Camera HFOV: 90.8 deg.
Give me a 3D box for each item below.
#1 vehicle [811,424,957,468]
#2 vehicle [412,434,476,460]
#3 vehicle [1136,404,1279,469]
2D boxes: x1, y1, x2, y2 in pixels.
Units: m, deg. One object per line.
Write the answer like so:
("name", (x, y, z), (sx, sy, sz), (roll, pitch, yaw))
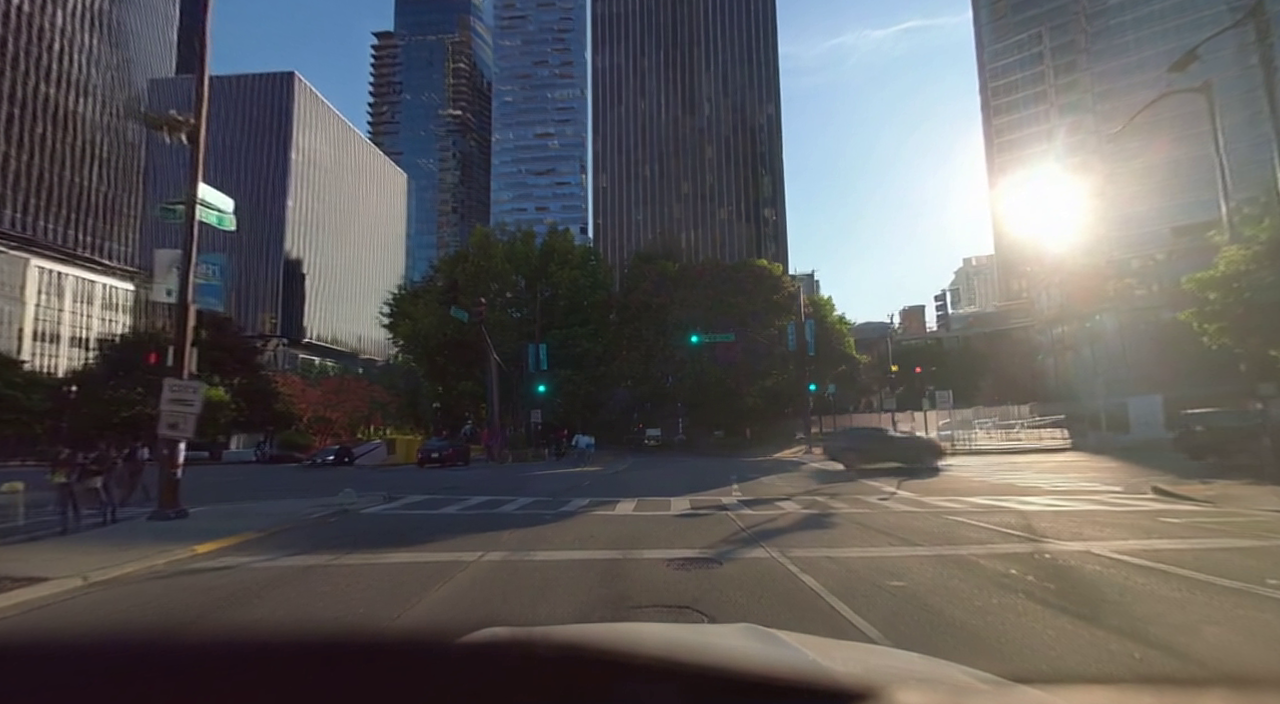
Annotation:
("vehicle", (8.658, 3.358, 22.628), (4.482, 1.492, 1.805), (1, -9, -6))
("vehicle", (-12.190, 5.966, 39.660), (1.964, 1.476, 4.593), (-2, -9, 8))
("vehicle", (19.914, 2.779, 20.717), (5.659, 1.967, 2.149), (1, -9, -6))
